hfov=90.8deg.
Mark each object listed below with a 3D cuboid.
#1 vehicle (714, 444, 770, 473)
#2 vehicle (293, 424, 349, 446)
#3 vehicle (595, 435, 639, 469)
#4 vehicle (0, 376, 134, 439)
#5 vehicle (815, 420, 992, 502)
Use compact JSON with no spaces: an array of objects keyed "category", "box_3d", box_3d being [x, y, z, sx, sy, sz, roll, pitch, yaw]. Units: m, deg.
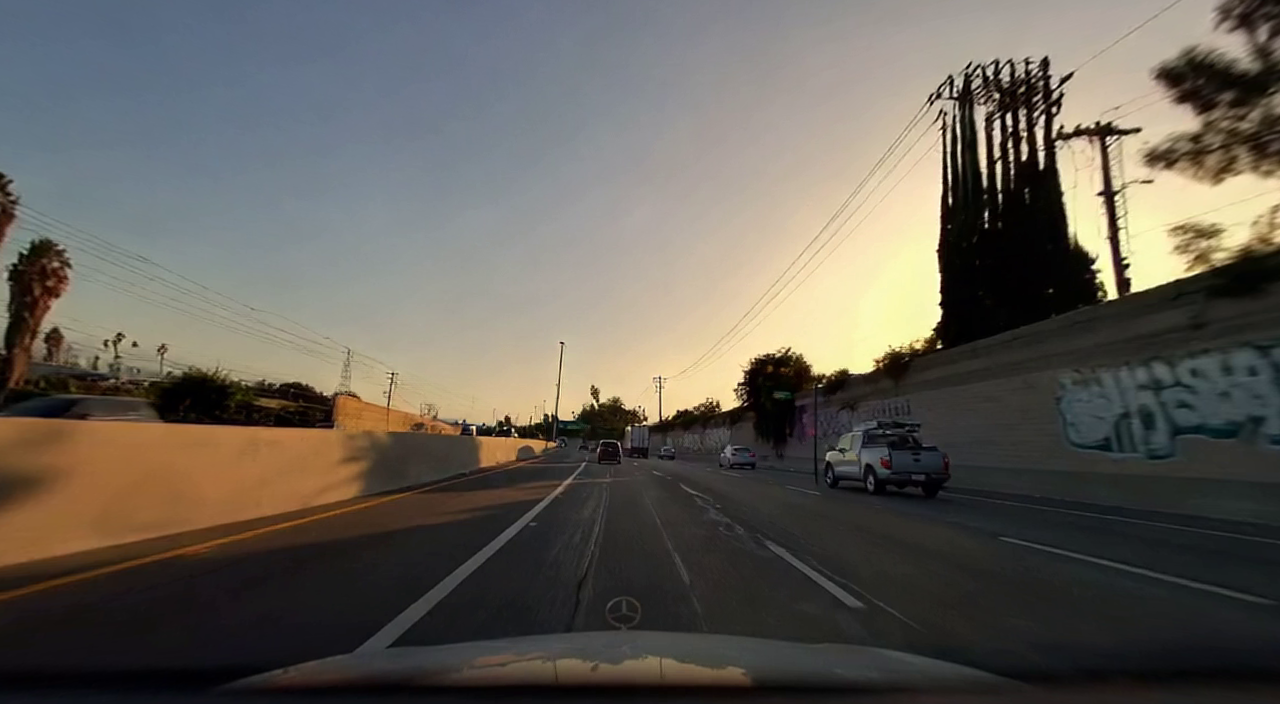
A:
[{"category":"vehicle","box_3d":[5.666,5.967,35.678,2.032,1.525,4.631,1,-9,-5]},{"category":"vehicle","box_3d":[-22.886,6.001,45.495,1.870,1.492,4.545,0,-9,-4]},{"category":"vehicle","box_3d":[-1.249,5.227,33.088,2.191,1.685,3.353,0,-9,-3]},{"category":"vehicle","box_3d":[-10.209,0.864,9.710,1.728,0.864,3.903,0,-9,-2]},{"category":"vehicle","box_3d":[7.091,3.029,17.994,2.325,1.924,5.838,0,-9,-2]}]
